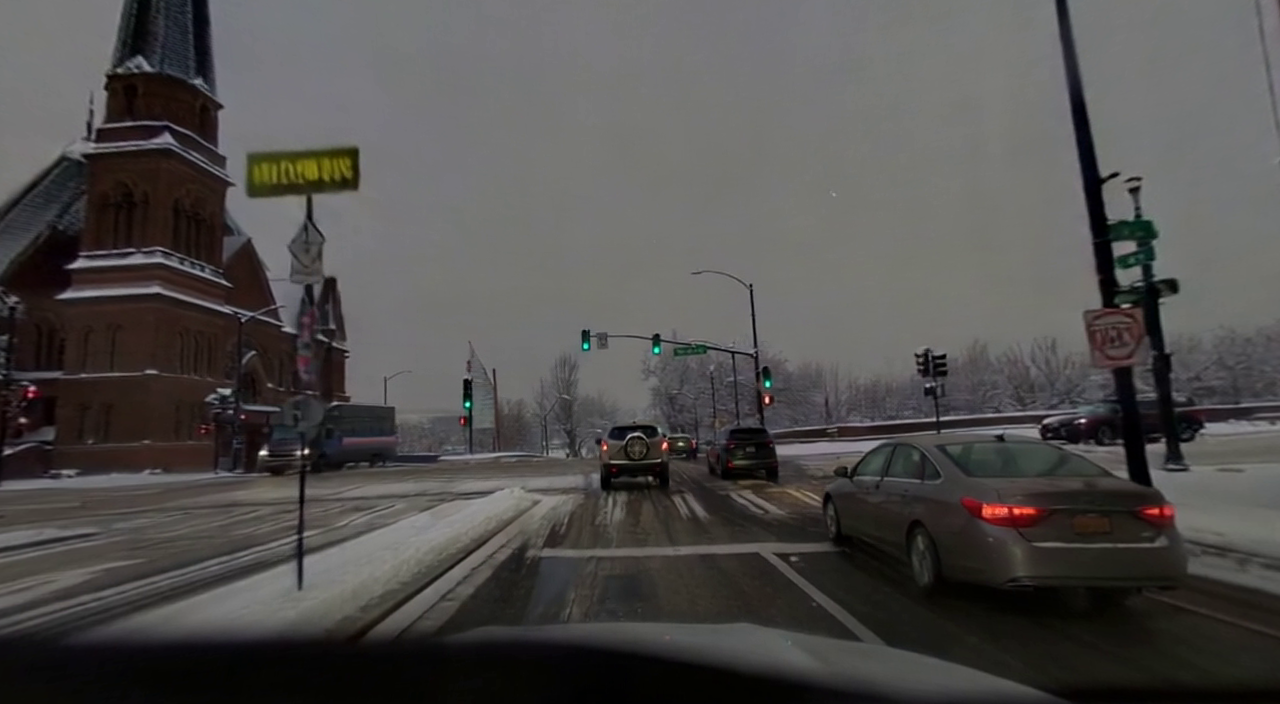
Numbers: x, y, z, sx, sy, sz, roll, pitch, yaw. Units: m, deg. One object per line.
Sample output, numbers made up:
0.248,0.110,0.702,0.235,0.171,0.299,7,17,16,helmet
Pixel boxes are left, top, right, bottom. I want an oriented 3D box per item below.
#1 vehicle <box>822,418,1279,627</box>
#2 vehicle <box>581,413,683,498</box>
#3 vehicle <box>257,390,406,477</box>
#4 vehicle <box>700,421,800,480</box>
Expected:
3.610,1.539,6.794,1.883,1.472,4.471,0,-8,-1,vehicle
-0.290,2.504,15.572,2.168,1.776,4.135,0,-8,-3,vehicle
-15.157,4.213,32.154,3.126,3.773,8.662,0,-8,0,vehicle
3.022,2.812,18.261,1.890,1.491,4.166,1,-8,-4,vehicle
